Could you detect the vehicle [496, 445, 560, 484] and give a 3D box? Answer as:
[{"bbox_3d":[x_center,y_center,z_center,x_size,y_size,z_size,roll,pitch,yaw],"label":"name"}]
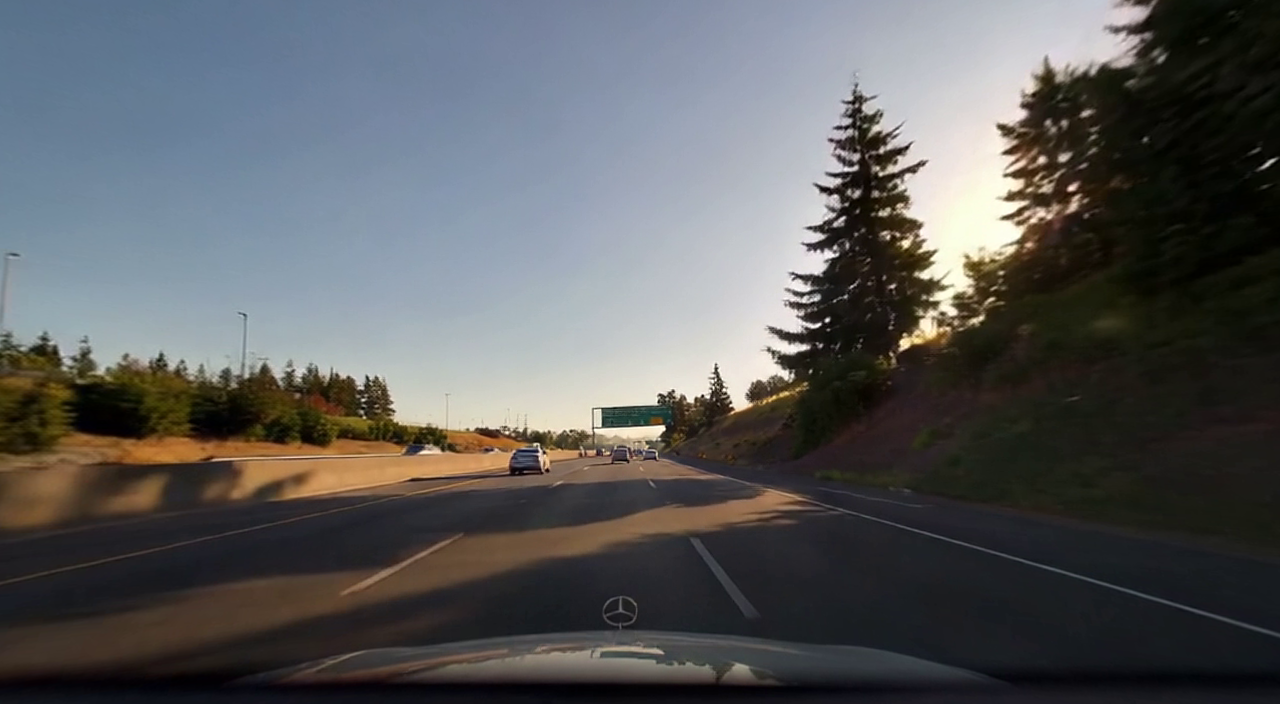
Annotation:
[{"bbox_3d":[-4.846,4.939,27.828,2.028,1.563,4.734,0,-9,-1],"label":"vehicle"}]
